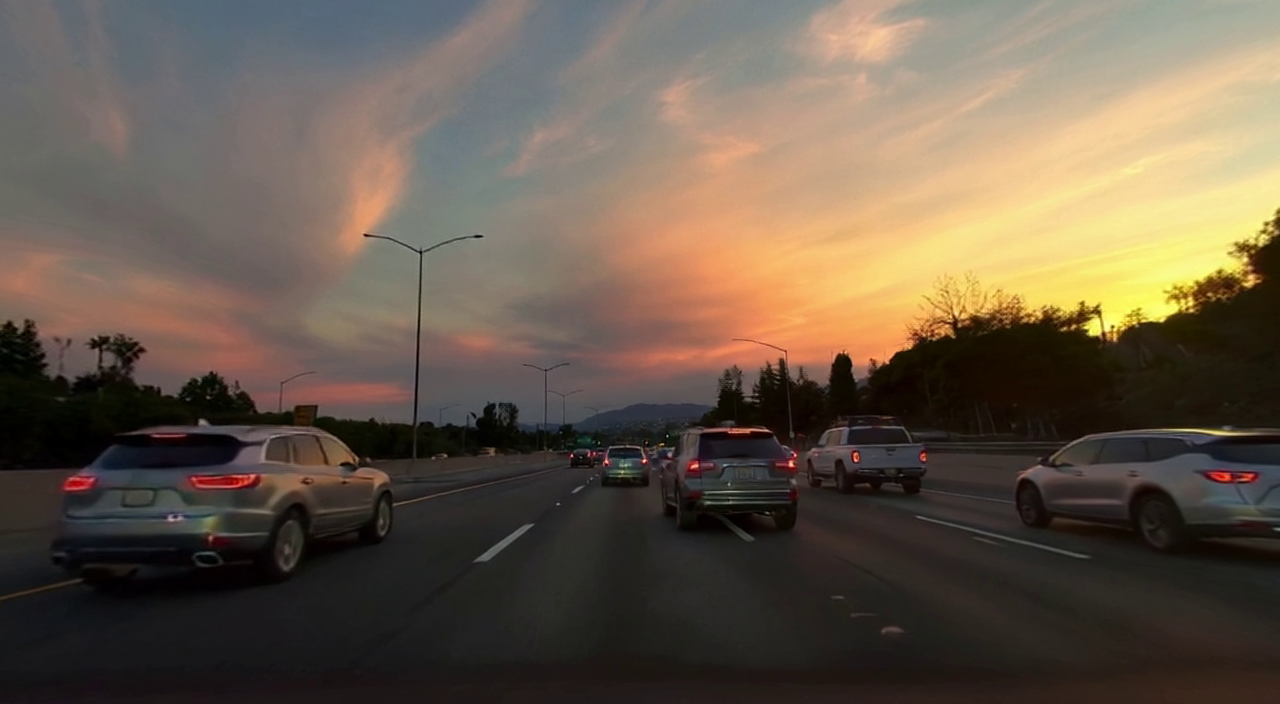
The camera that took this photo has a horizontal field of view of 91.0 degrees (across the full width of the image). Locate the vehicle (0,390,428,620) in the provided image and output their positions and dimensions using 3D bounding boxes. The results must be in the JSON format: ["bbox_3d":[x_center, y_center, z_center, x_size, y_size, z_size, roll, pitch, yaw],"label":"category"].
[{"bbox_3d":[-4.285,1.525,7.217,2.047,1.755,4.638,0,-9,0],"label":"vehicle"}]

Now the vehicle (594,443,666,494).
[{"bbox_3d":[-0.277,3.834,21.045,2.157,1.495,4.038,0,-9,1],"label":"vehicle"}]

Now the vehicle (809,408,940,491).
[{"bbox_3d":[7.840,3.380,21.925,2.390,2.503,5.788,0,-9,1],"label":"vehicle"}]

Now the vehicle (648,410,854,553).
[{"bbox_3d":[1.399,1.909,9.837,2.230,1.740,3.976,1,-9,-4],"label":"vehicle"}]

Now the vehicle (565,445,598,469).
[{"bbox_3d":[-4.175,7.562,45.390,1.889,1.600,4.043,0,-9,1],"label":"vehicle"}]

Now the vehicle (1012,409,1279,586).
[{"bbox_3d":[6.982,1.655,7.790,1.972,1.647,4.429,0,-9,-1],"label":"vehicle"}]
